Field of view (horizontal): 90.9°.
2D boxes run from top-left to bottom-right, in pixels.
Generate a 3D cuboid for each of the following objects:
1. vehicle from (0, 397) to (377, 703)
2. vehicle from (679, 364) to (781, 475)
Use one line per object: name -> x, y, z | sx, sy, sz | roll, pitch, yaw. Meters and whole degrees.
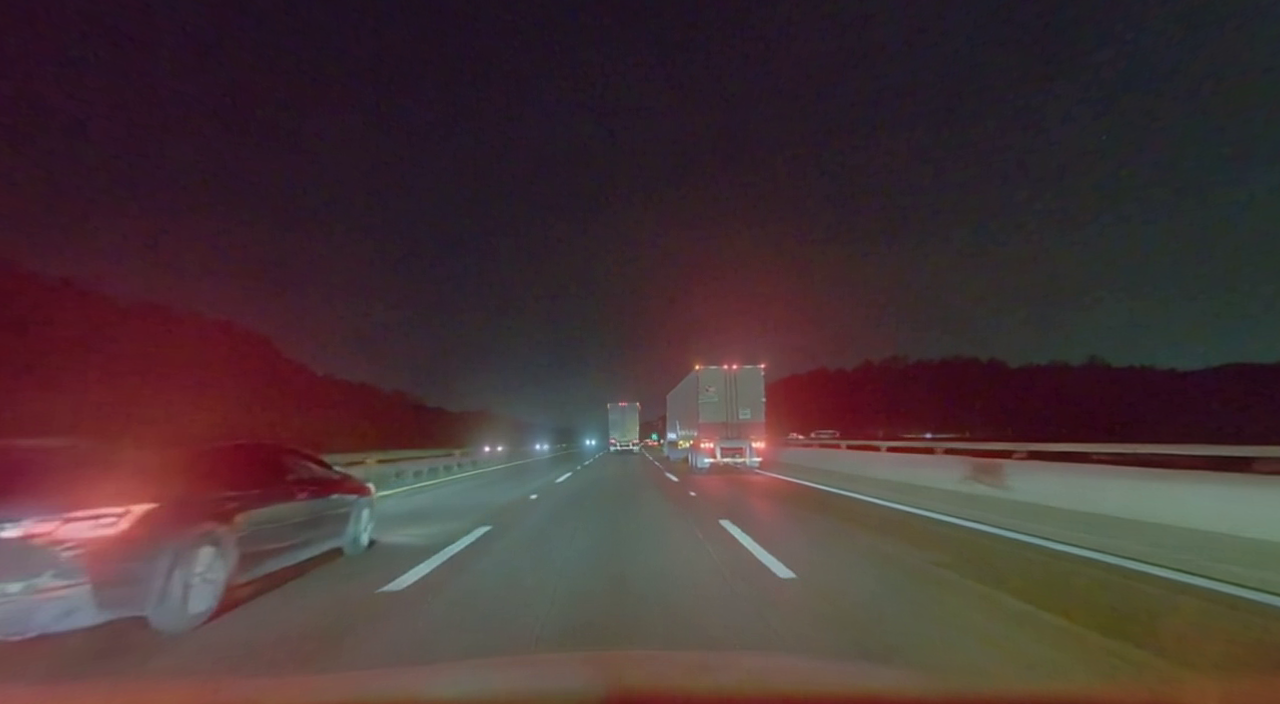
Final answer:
vehicle -> -4.107, 1.231, 4.621 | 2.208, 1.542, 5.138 | 0, -8, -1
vehicle -> 3.516, 2.984, 27.073 | 2.873, 3.998, 8.286 | 0, -8, -2
